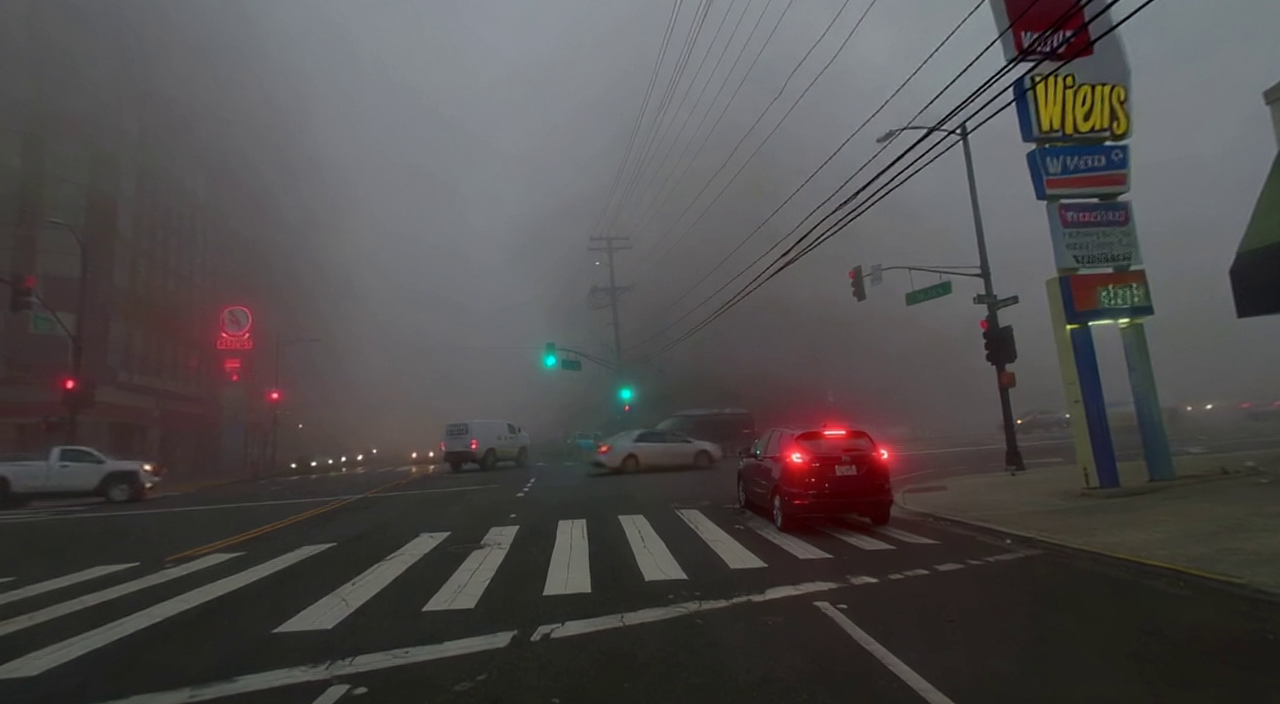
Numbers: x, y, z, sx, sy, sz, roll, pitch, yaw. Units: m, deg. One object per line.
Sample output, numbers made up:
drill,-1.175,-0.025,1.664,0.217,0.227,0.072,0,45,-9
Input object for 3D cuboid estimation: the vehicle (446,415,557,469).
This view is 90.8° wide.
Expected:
vehicle,-5.434,3.699,25.790,2.081,1.938,5.603,-2,-9,14

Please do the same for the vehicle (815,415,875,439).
vehicle,16.056,5.833,49.446,4.589,1.730,1.801,3,-10,-31

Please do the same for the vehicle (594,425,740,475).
vehicle,0.899,3.125,20.375,4.433,1.453,1.804,5,-10,-30

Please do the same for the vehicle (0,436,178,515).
vehicle,-14.295,2.997,15.632,4.292,1.761,2.105,5,-10,-30

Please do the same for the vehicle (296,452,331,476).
vehicle,-23.428,7.980,45.237,1.942,1.413,4.229,4,-7,-30
